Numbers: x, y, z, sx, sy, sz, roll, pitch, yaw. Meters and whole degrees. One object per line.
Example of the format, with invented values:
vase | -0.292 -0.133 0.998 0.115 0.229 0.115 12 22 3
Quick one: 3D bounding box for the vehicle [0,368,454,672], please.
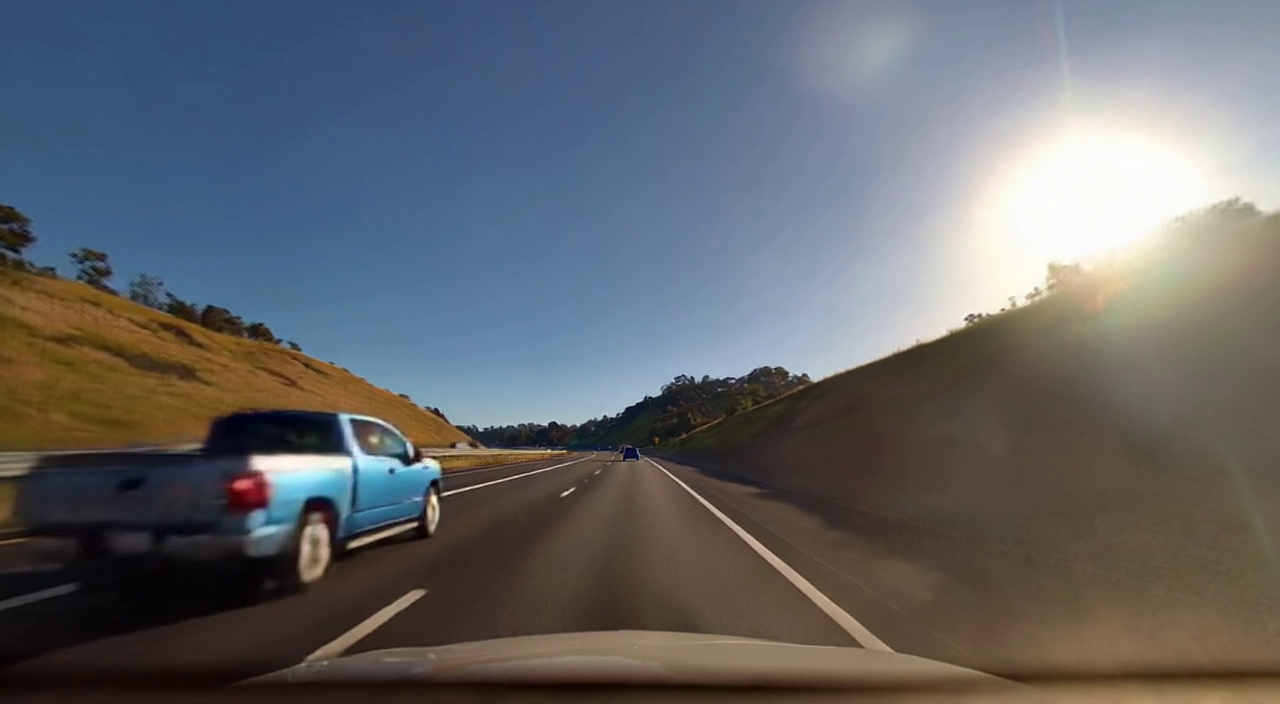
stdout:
vehicle | -3.612 1.382 6.327 1.942 1.828 4.868 0 -9 1
